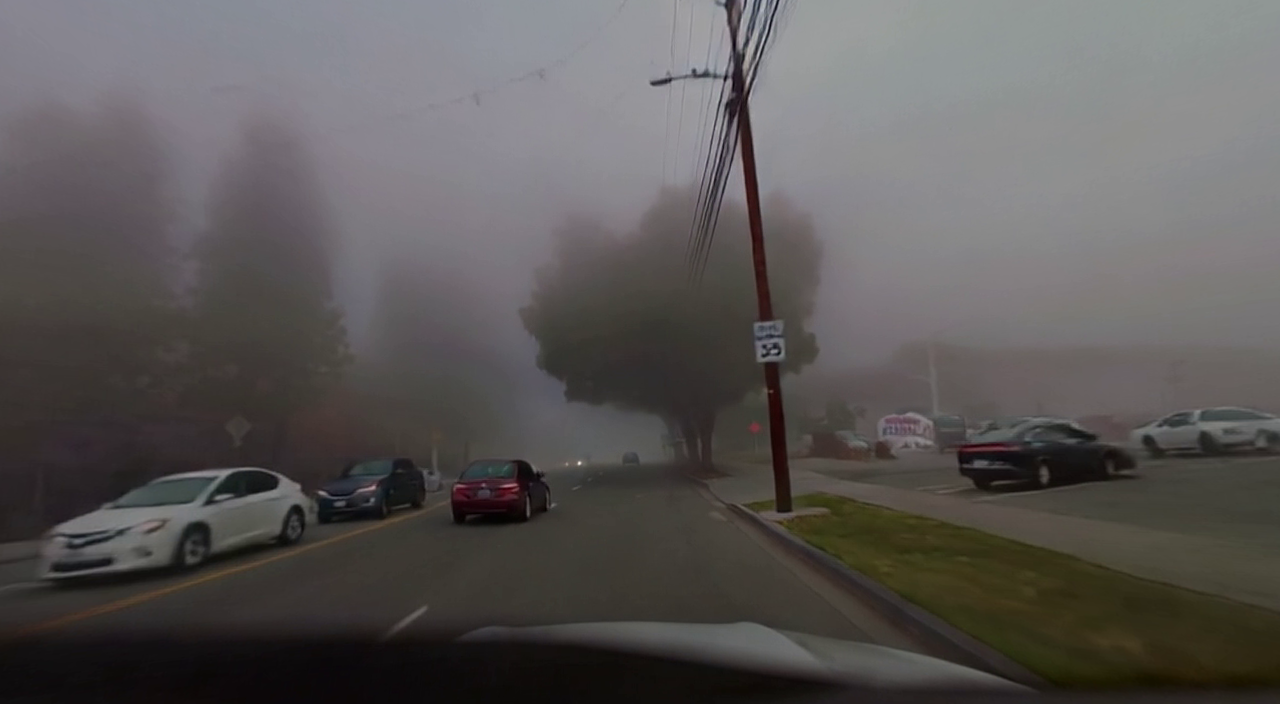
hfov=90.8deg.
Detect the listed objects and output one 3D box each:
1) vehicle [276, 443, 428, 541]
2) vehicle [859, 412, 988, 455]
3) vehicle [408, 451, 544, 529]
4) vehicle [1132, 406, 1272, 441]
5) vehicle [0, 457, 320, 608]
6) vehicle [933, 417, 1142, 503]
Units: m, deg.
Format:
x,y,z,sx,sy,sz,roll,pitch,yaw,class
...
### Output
x,y,z,sx,sy,sz,roll,pitch,yaw,class
-6.876,3.282,15.616,1.855,1.721,4.329,-10,-7,-5,vehicle
13.903,4.065,31.311,5.266,2.021,2.329,-1,-9,4,vehicle
-3.485,2.996,14.360,1.943,1.455,4.414,0,-9,-1,vehicle
27.008,3.529,30.511,1.855,1.501,4.657,6,-11,-37,vehicle
-6.699,2.361,9.216,1.863,1.506,4.597,-3,-9,-3,vehicle
7.912,2.098,12.533,4.000,1.440,1.746,5,-10,-30,vehicle
